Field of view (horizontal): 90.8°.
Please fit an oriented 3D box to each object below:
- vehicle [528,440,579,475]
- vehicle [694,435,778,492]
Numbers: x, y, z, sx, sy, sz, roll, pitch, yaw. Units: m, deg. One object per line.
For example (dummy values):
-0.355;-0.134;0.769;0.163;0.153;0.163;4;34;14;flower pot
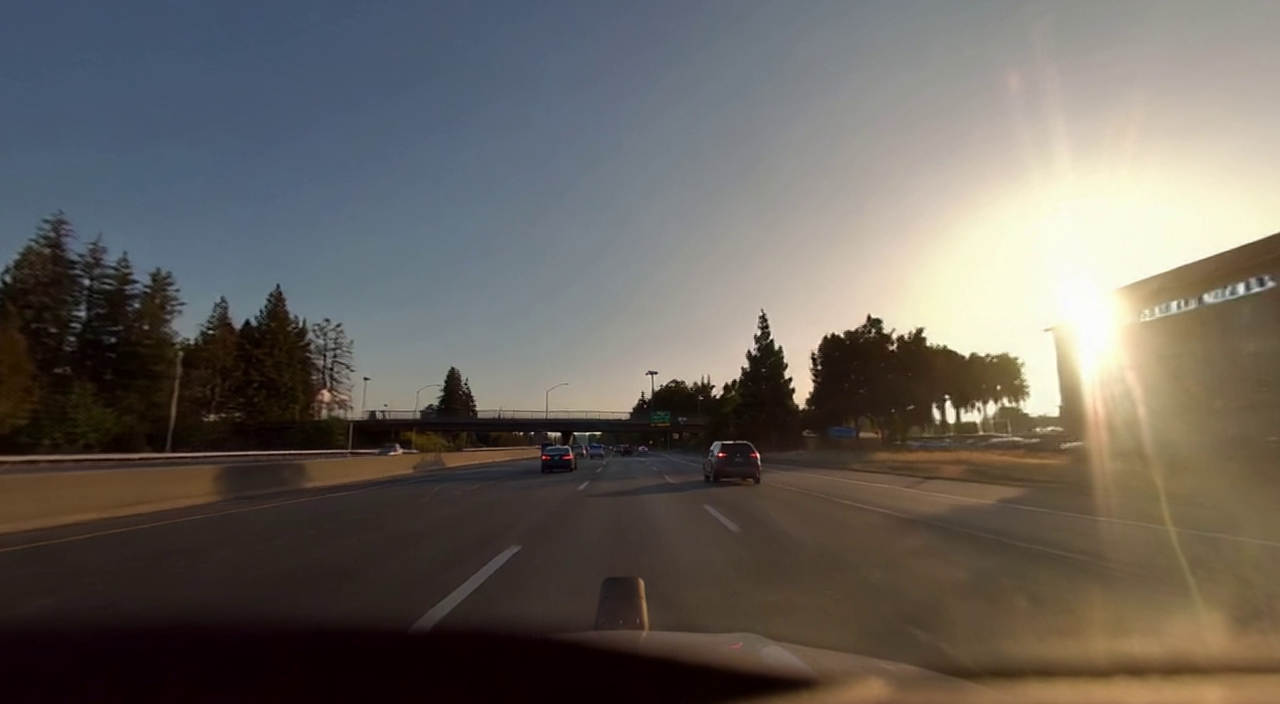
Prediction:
-4.647;5.763;34.801;2.176;1.779;4.755;0;-8;-1;vehicle
3.058;3.651;21.085;1.997;1.686;4.247;0;-8;-2;vehicle
